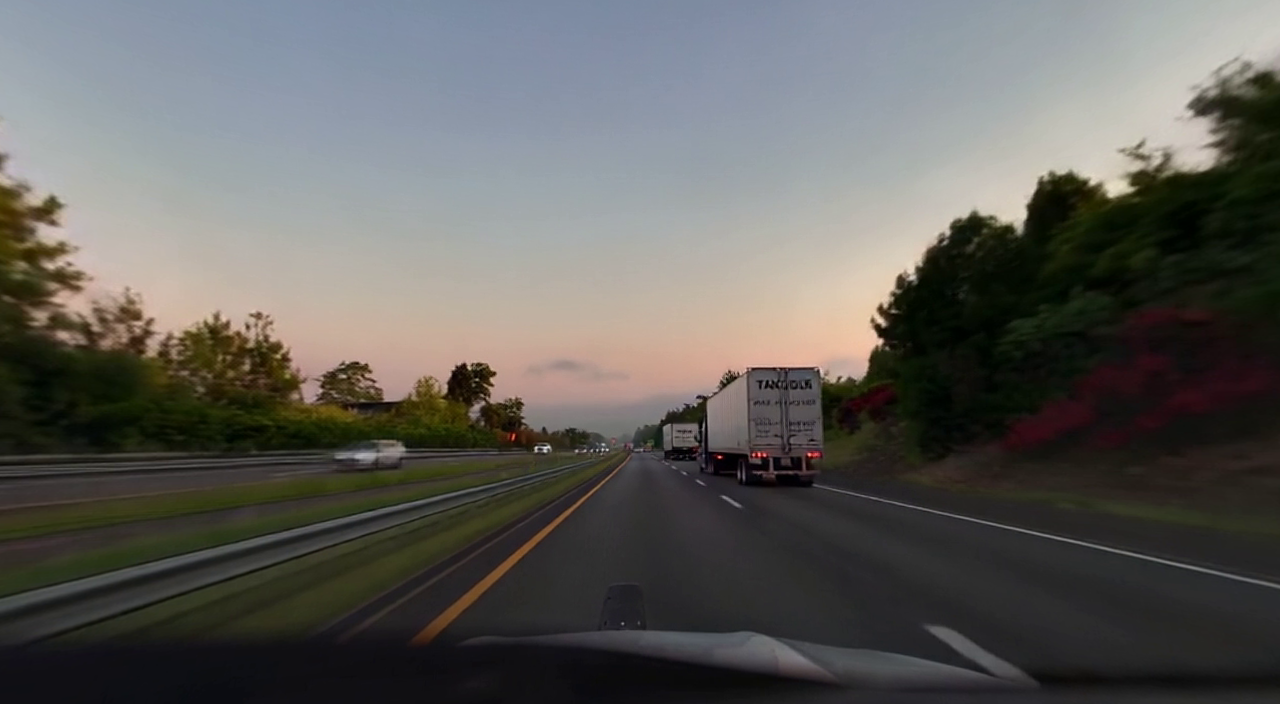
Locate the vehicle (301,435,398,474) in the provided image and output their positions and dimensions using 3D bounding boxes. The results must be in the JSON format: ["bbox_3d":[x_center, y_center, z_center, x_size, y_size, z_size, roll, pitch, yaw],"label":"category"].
[{"bbox_3d":[-11.934,4.271,26.259,1.879,1.464,4.504,0,-9,1],"label":"vehicle"}]

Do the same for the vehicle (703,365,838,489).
[{"bbox_3d":[5.018,3.558,28.005,2.929,4.093,14.258,0,-9,0],"label":"vehicle"}]
